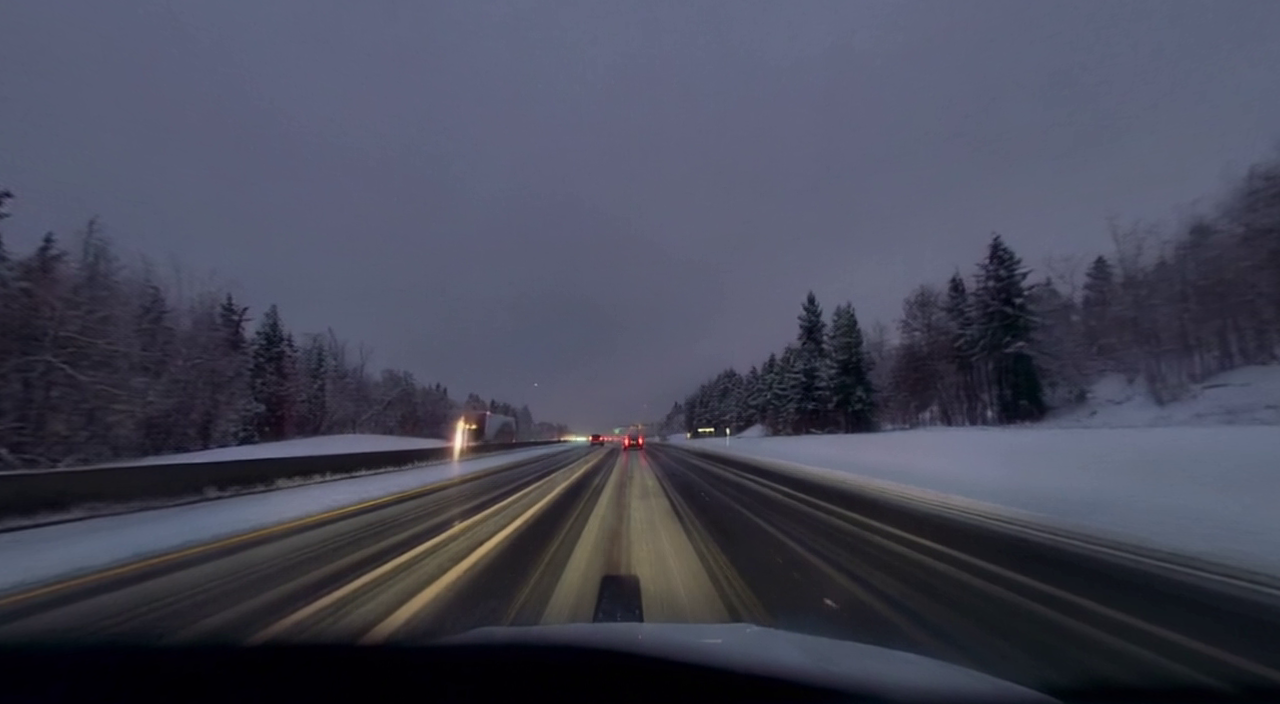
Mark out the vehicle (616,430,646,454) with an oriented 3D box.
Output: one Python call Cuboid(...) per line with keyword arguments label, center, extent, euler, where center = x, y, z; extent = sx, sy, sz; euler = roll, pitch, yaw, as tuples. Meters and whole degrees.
Cuboid(label="vehicle", center=(-0.682, 6.370, 44.650), extent=(1.984, 1.586, 3.866), euler=(0, -8, -2))
